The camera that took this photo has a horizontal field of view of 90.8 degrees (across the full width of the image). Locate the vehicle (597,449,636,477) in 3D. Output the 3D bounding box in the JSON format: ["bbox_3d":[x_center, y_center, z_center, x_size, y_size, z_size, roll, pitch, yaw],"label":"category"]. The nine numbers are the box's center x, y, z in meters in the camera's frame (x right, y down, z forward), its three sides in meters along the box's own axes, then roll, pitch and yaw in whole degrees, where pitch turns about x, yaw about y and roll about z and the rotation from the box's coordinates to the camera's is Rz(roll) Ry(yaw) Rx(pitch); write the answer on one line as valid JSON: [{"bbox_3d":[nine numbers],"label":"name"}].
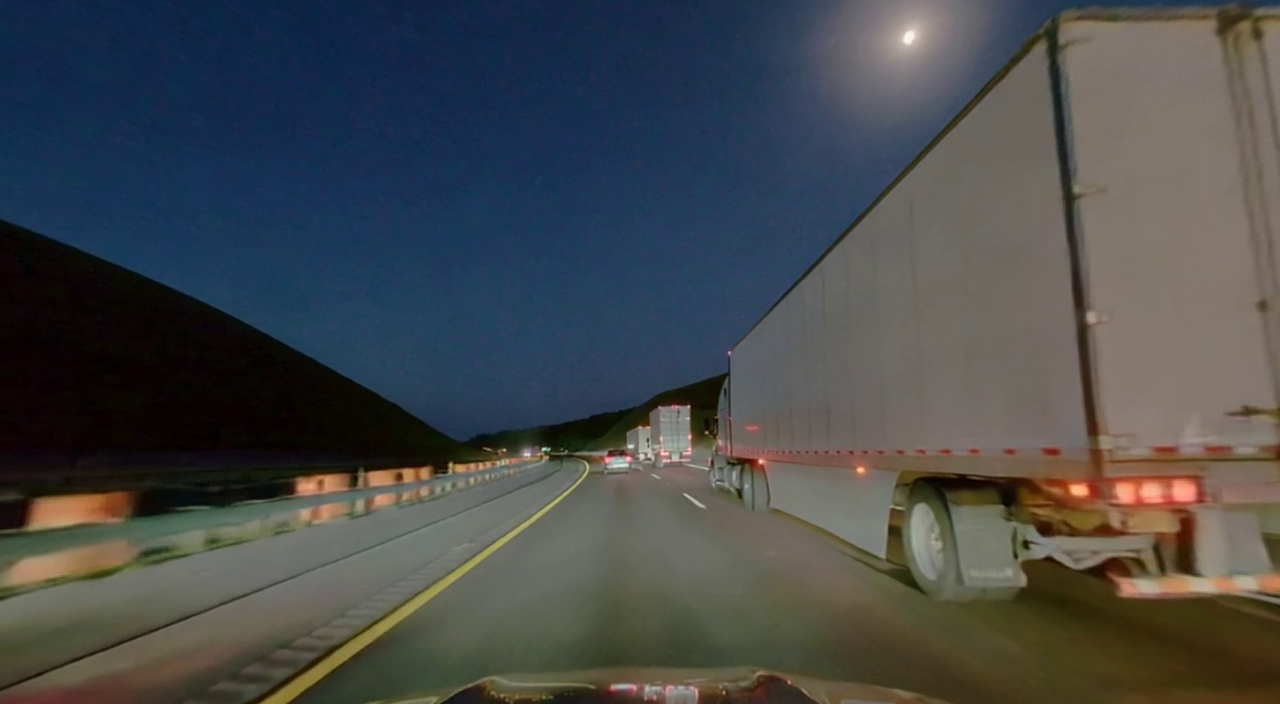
[{"bbox_3d":[-1.290,5.993,34.213,2.029,1.437,3.794,0,-9,-3],"label":"vehicle"}]

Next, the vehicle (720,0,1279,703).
[{"bbox_3d":[3.922,0.938,10.705,2.911,4.099,14.578,0,-9,-1],"label":"vehicle"}]

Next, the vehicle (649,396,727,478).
[{"bbox_3d":[2.486,5.355,38.612,2.826,4.050,13.845,0,-9,-4],"label":"vehicle"}]
